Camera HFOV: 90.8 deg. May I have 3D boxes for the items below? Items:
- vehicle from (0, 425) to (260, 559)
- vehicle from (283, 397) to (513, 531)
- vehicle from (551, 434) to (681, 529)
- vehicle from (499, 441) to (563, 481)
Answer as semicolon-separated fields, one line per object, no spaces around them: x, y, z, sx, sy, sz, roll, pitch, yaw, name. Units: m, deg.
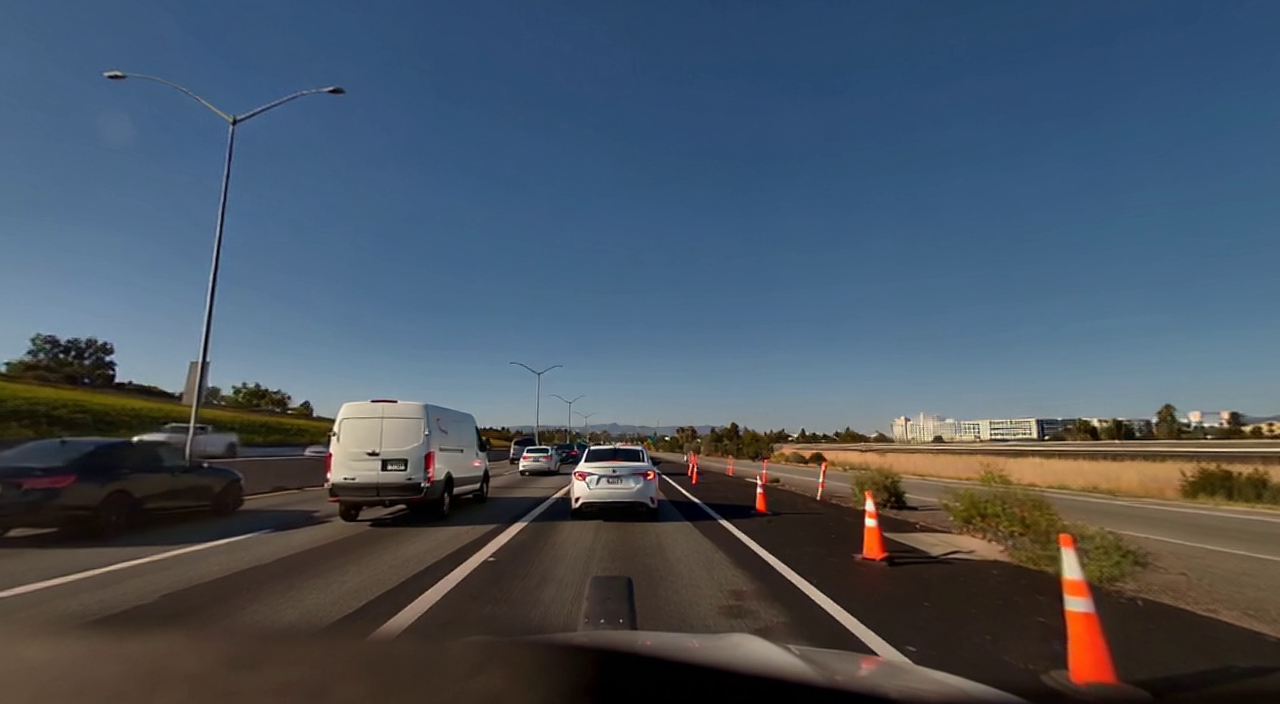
-7.933;1.911;9.357;1.930;1.506;4.279;0;-9;0;vehicle
-4.258;2.130;12.521;2.324;2.012;5.740;0;-9;-1;vehicle
-0.426;2.367;12.101;2.069;1.484;3.918;0;-9;-1;vehicle
-4.229;4.274;25.034;1.824;1.459;4.007;0;-9;0;vehicle
